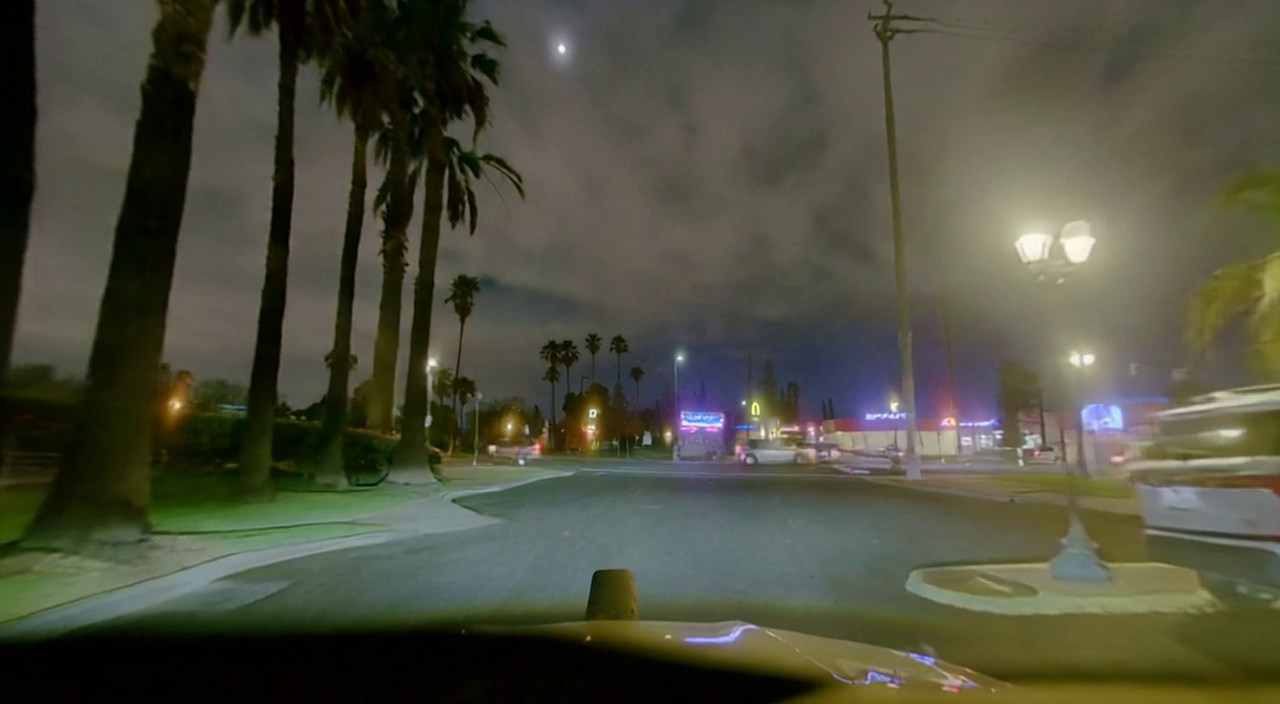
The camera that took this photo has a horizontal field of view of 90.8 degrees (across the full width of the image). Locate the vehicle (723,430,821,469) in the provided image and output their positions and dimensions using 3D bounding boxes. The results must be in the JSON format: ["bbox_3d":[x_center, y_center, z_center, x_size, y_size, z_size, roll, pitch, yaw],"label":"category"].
[{"bbox_3d":[6.315,4.723,30.627,4.211,1.756,2.158,1,-8,-2],"label":"vehicle"}]

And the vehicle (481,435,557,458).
[{"bbox_3d":[-8.175,6.455,43.116,4.850,1.472,1.777,1,-8,-3],"label":"vehicle"}]

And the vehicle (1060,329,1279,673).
[{"bbox_3d":[5.837,0.944,4.261,4.656,1.886,1.915,1,-8,-4],"label":"vehicle"}]
